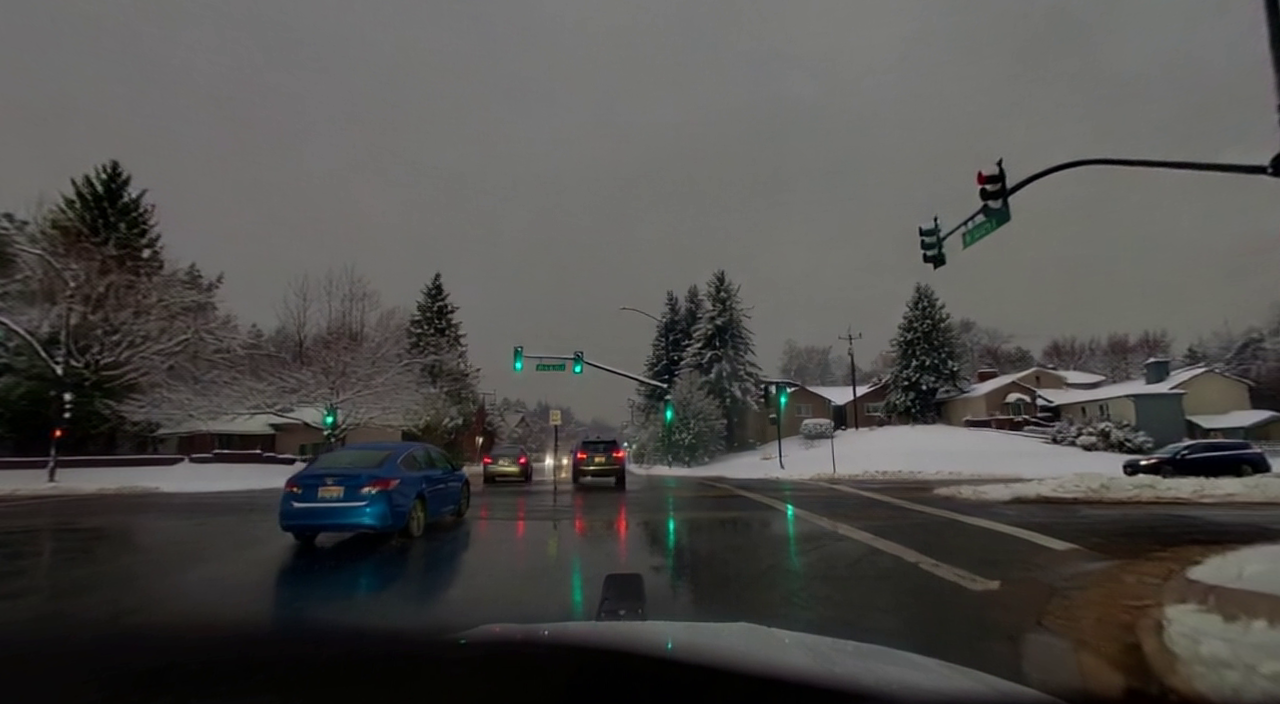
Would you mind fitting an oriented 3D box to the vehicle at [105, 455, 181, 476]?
[{"bbox_3d":[-37.310,8.518,47.565,1.703,1.466,4.296,-2,-9,10],"label":"vehicle"}]

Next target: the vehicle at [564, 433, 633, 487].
[{"bbox_3d":[-1.581,4.118,24.430,2.396,1.881,4.606,0,-8,-3],"label":"vehicle"}]

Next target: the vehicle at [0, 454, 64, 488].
[{"bbox_3d":[-33.085,6.217,33.304,2.113,1.603,4.222,2,-9,-13],"label":"vehicle"}]

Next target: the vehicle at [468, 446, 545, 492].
[{"bbox_3d":[-4.655,4.099,22.658,1.934,1.459,4.368,0,-8,-2],"label":"vehicle"}]

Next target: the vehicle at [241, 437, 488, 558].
[{"bbox_3d":[-4.017,2.176,10.323,1.977,1.488,4.741,0,-8,-1],"label":"vehicle"}]

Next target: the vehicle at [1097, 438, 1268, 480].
[{"bbox_3d":[20.081,3.974,23.611,4.353,1.431,1.876,-2,-9,11],"label":"vehicle"}]
